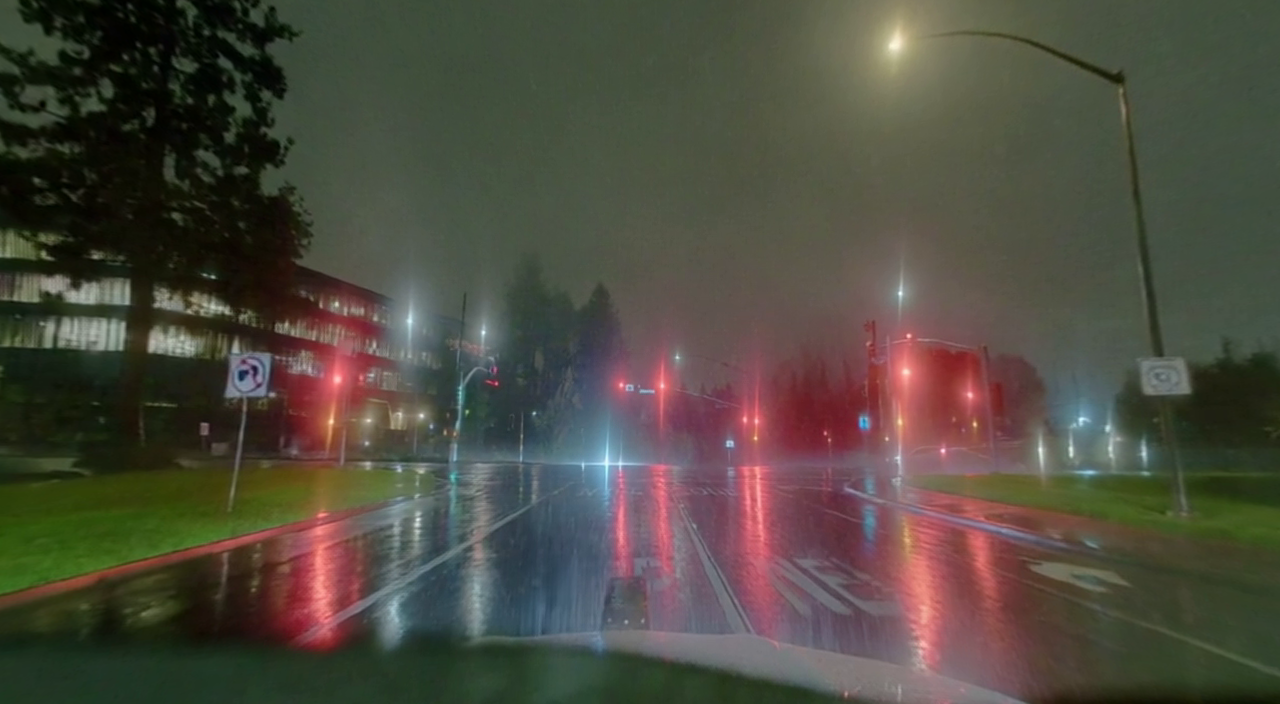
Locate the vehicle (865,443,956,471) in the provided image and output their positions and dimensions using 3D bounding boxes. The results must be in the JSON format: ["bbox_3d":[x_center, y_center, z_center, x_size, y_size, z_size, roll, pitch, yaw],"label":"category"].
[{"bbox_3d":[16.853,6.533,39.476,4.715,1.671,2.030,0,-8,0],"label":"vehicle"}]
